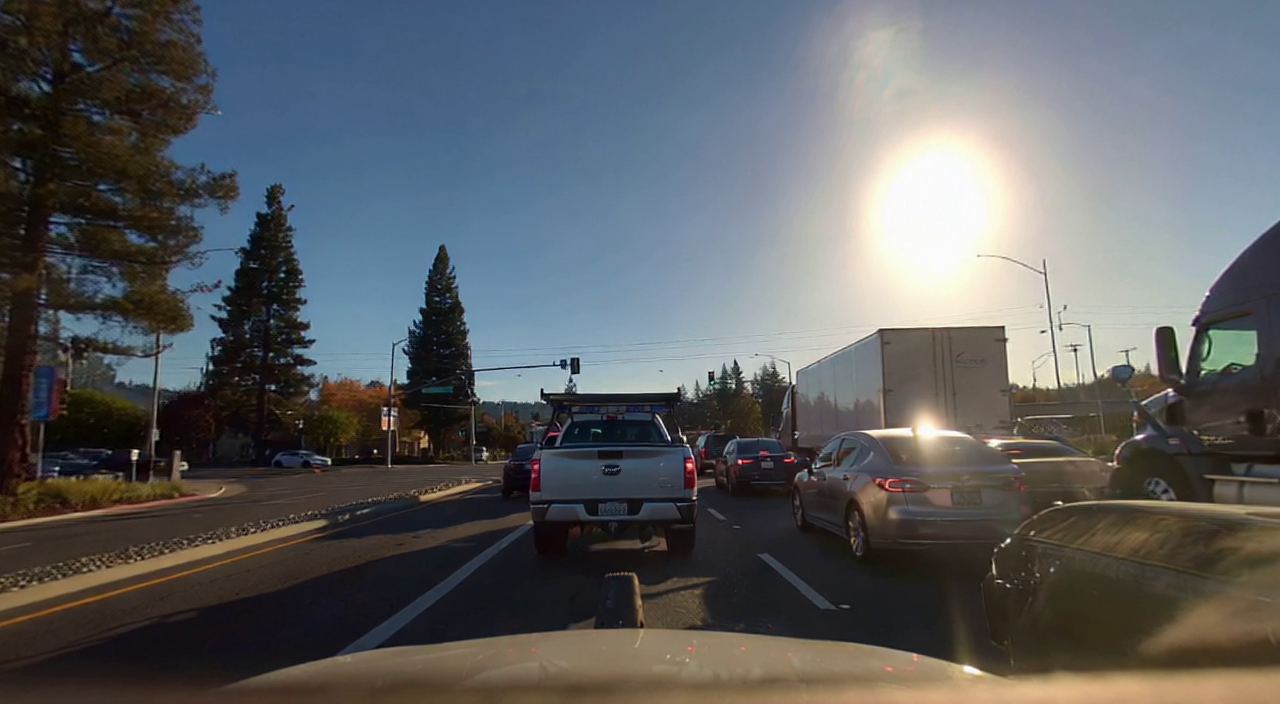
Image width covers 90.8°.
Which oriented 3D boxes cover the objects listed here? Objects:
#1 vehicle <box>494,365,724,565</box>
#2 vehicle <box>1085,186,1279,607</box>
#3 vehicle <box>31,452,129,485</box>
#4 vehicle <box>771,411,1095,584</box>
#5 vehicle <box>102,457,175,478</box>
[{"bbox_3d":[-0.365,1.615,9.561,2.499,2.183,5.111,0,-9,-1],"label":"vehicle"},{"bbox_3d":[6.523,0.090,3.307,2.802,3.322,7.429,0,-9,0],"label":"vehicle"},{"bbox_3d":[-28.556,5.908,32.377,1.730,1.534,3.922,1,-9,-8],"label":"vehicle"},{"bbox_3d":[3.241,1.731,8.417,1.905,1.587,4.998,0,-9,0],"label":"vehicle"},{"bbox_3d":[-38.156,8.783,48.120,4.150,1.474,1.826,-1,-9,6],"label":"vehicle"}]
